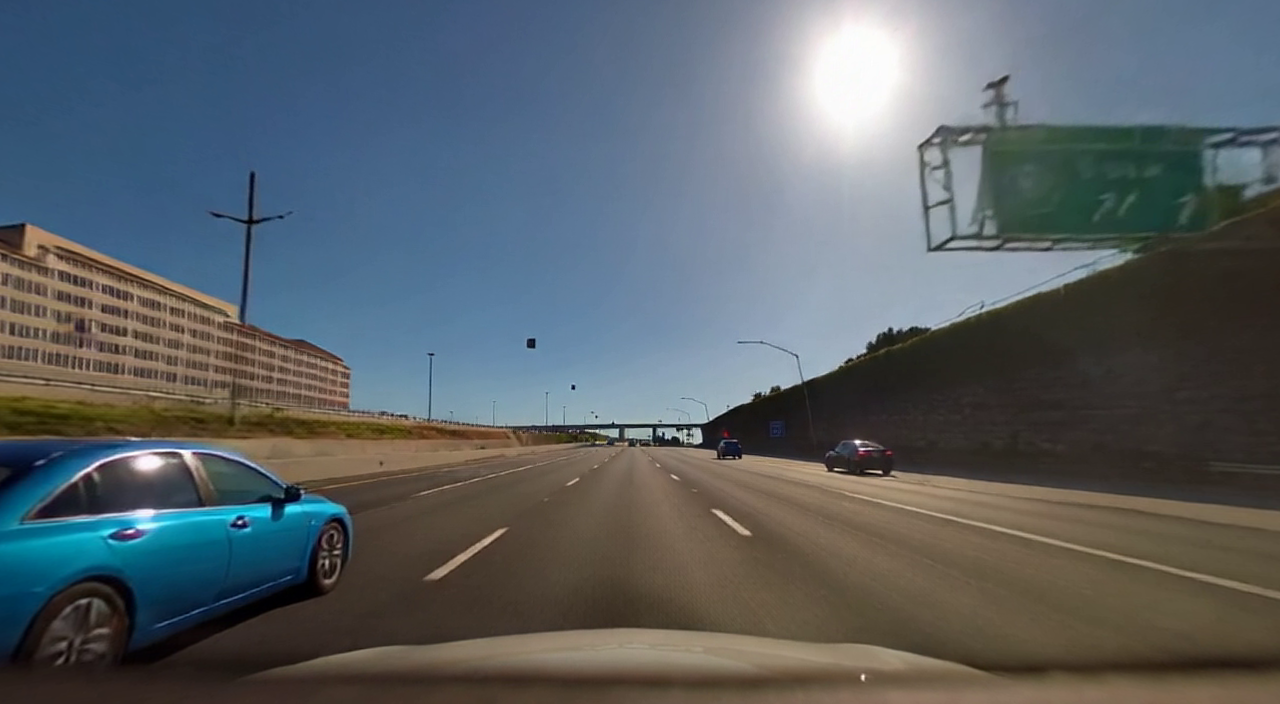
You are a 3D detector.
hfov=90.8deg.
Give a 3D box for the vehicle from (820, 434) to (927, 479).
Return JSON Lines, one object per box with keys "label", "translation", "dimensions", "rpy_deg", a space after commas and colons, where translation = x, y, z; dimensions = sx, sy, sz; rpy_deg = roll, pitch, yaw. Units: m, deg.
{"label": "vehicle", "translation": [9.383, 4.235, 25.977], "dimensions": [2.165, 1.636, 5.175], "rpy_deg": [0, -8, -3]}
